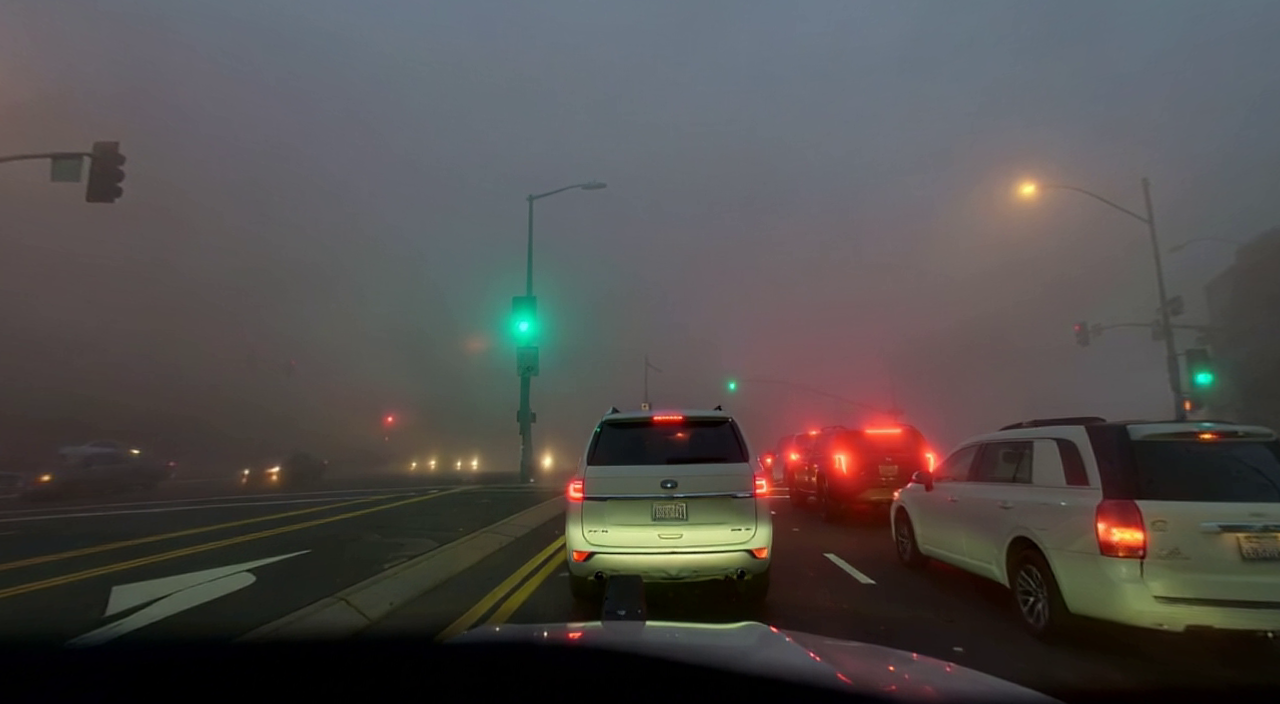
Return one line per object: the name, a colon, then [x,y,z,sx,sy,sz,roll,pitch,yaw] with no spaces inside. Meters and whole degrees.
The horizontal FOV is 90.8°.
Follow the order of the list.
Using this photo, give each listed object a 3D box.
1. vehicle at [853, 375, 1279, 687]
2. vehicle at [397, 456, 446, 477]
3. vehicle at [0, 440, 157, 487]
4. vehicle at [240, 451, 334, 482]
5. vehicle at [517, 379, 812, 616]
vehicle: [3.598,1.293,5.664,2.018,1.701,4.288,0,-9,2]
vehicle: [-16.594,8.681,48.243,1.864,1.444,4.255,-1,-9,6]
vehicle: [-24.578,4.836,27.553,5.062,1.946,2.243,0,-9,-1]
vehicle: [-22.192,7.161,39.832,4.744,1.739,2.089,7,-11,-41]
vehicle: [0.231,1.462,7.216,2.292,1.840,4.394,0,-9,1]
